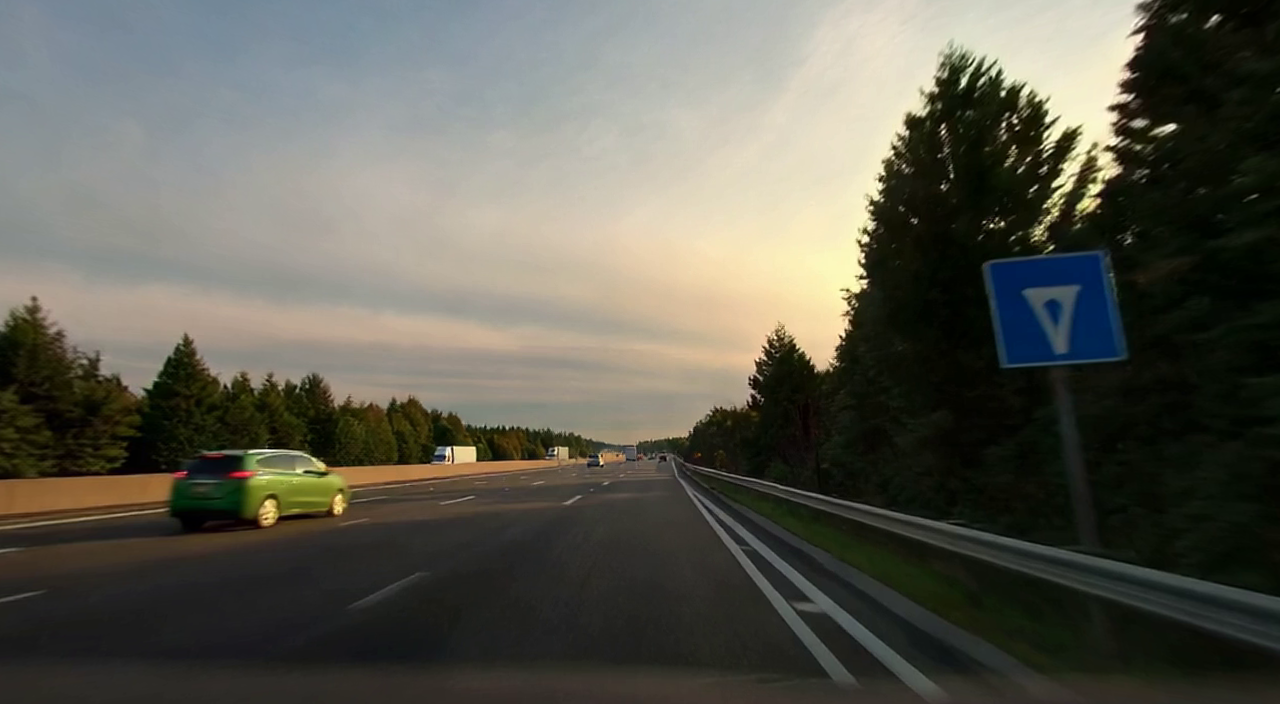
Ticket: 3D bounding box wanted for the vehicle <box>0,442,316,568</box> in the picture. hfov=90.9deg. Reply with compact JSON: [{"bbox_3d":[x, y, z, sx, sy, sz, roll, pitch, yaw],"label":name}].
[{"bbox_3d":[-7.582,2.314,10.351,1.996,1.579,4.439,-1,-9,2],"label":"vehicle"}]
